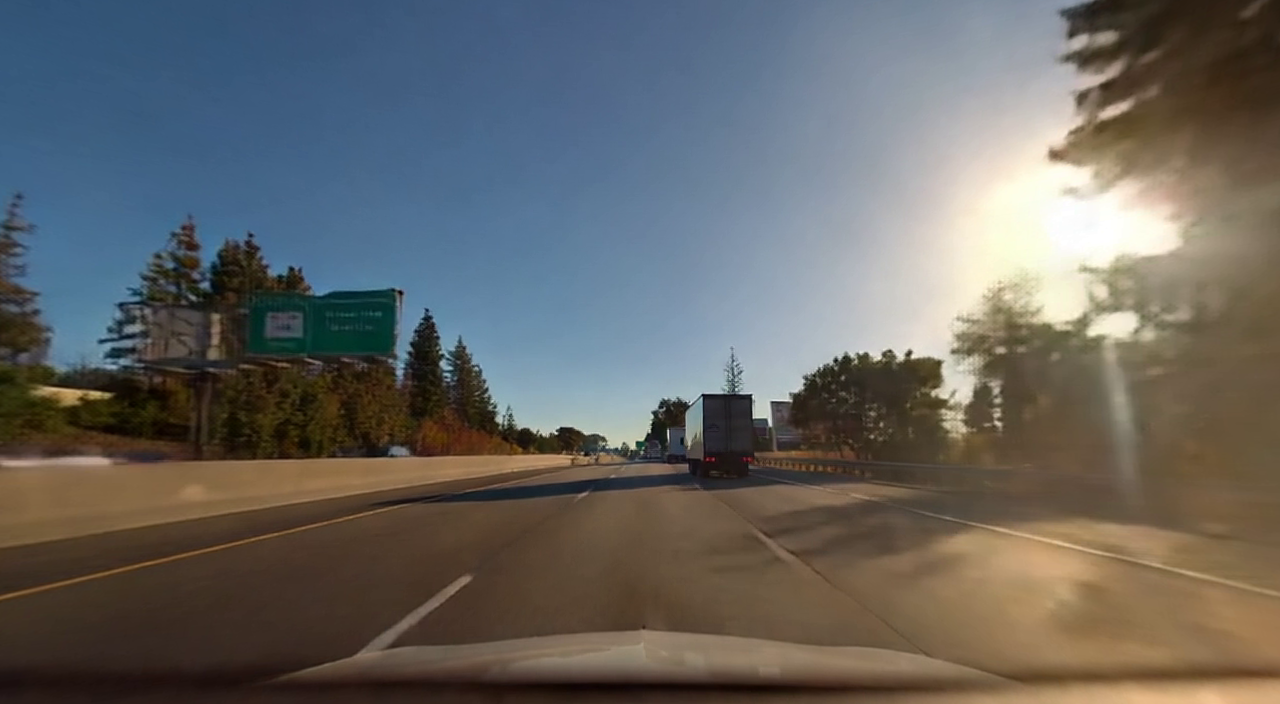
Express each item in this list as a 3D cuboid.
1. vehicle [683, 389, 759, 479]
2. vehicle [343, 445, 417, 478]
[{"bbox_3d":[4.378,4.991,37.414,2.826,4.269,14.176,0,-8,1],"label":"vehicle"},{"bbox_3d":[-14.894,6.297,36.475,2.066,1.734,5.016,0,-9,1],"label":"vehicle"}]
